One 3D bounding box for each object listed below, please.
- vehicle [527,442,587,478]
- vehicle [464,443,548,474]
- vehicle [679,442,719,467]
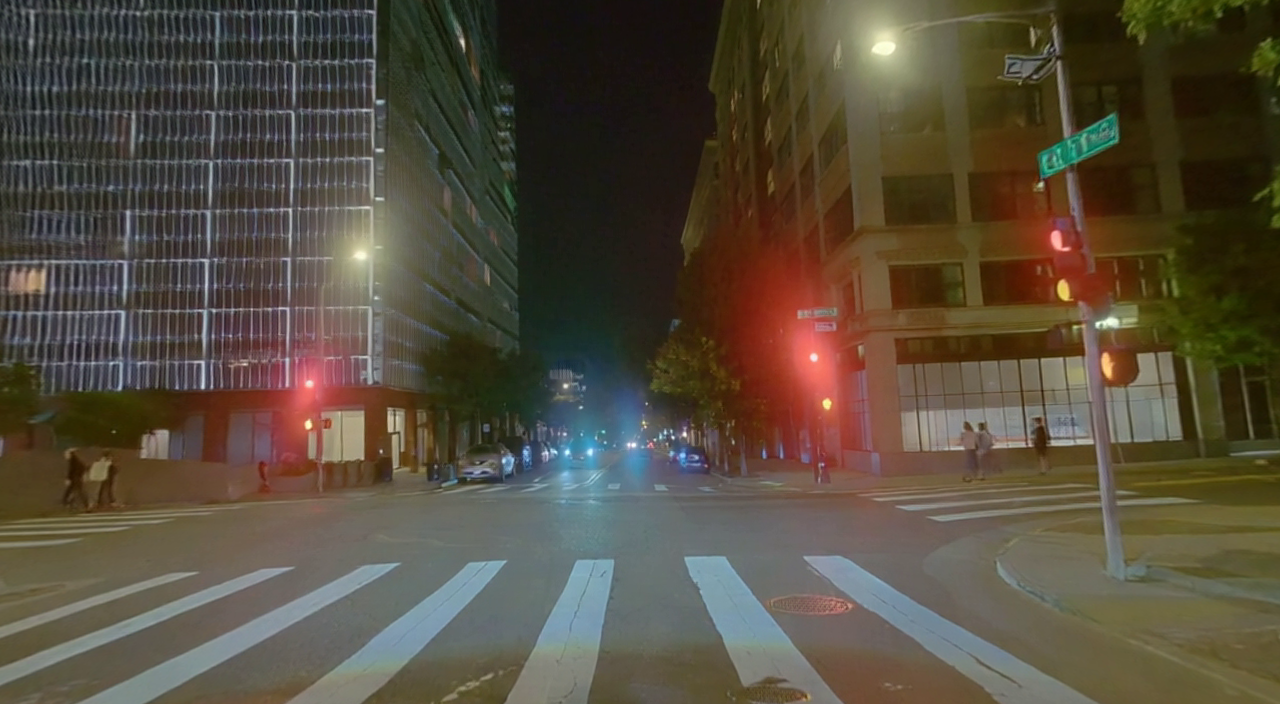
[{"bbox_3d":[-3.654,4.816,28.492,1.989,1.481,4.500,0,-8,1],"label":"vehicle"},{"bbox_3d":[-8.018,6.375,38.013,1.963,1.726,4.526,-8,-12,44],"label":"vehicle"},{"bbox_3d":[3.555,6.277,38.865,1.853,1.426,4.160,1,-8,-3],"label":"vehicle"}]
